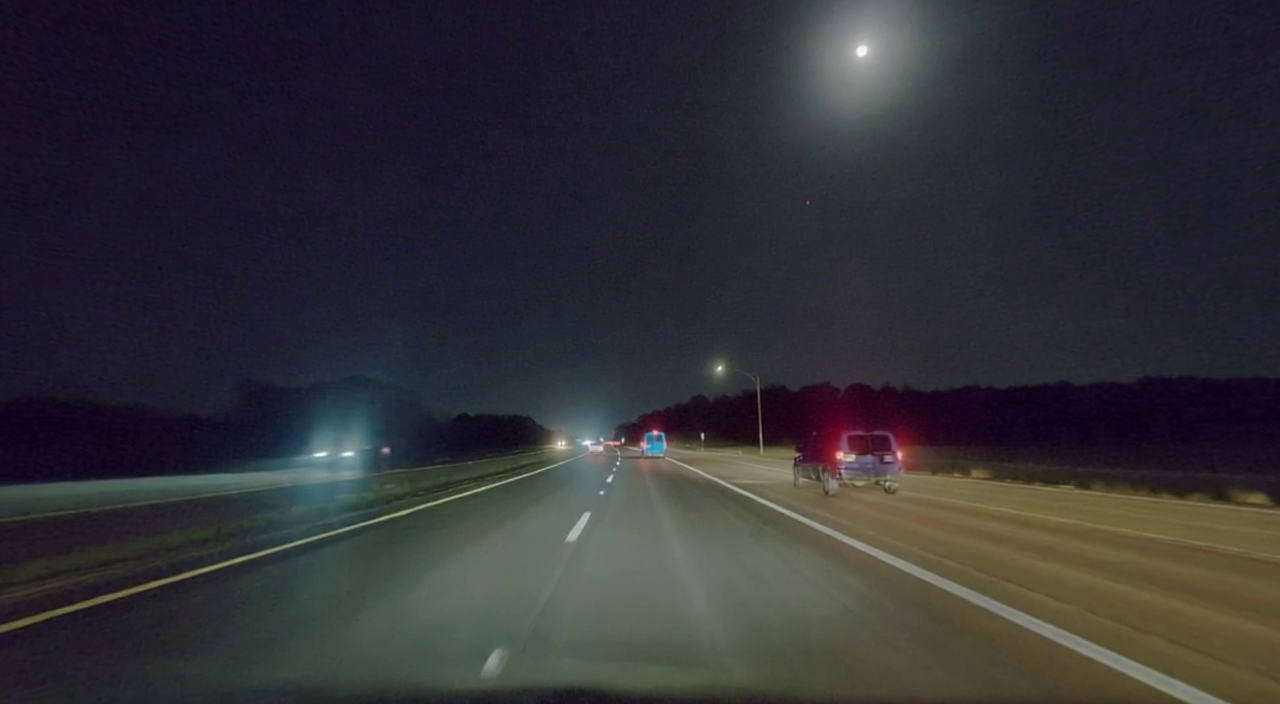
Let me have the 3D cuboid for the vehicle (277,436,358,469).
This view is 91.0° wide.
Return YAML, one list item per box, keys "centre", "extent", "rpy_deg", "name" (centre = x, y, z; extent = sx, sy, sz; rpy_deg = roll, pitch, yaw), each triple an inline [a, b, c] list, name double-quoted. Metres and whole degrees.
- centre: [-16.642, 5.172, 32.734]
  extent: [1.956, 1.581, 4.350]
  rpy_deg: [0, -8, 0]
  name: "vehicle"

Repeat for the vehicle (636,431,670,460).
- centre: [0.909, 6.992, 47.282]
  extent: [2.269, 2.048, 4.679]
  rpy_deg: [0, -8, -2]
  name: "vehicle"
